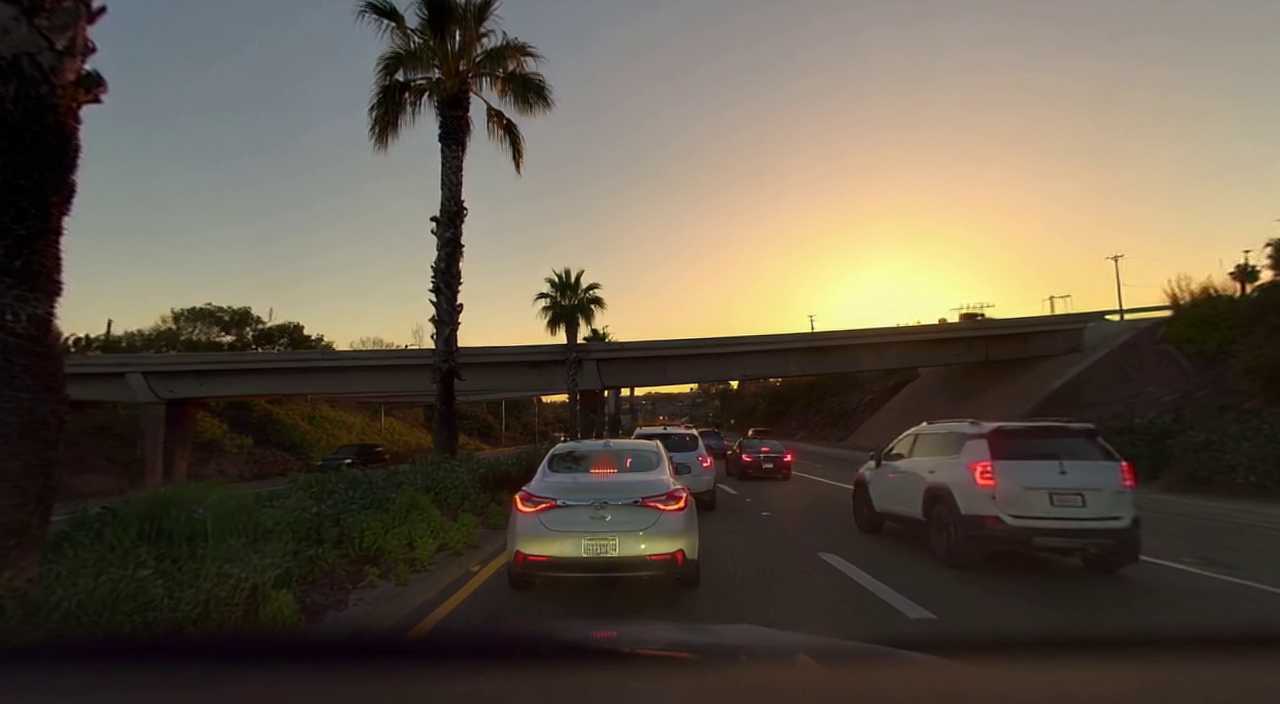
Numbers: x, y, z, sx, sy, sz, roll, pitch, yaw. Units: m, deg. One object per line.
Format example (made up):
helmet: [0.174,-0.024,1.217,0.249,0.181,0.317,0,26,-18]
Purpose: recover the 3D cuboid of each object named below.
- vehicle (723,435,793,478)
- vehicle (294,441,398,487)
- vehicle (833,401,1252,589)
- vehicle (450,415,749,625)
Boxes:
vehicle: [4.566,4.120,24.951,2.034,1.517,4.840,0,-9,2]
vehicle: [-11.854,4.516,25.706,2.084,1.704,4.485,0,-9,-1]
vehicle: [4.220,1.588,7.889,2.149,1.609,4.807,0,-9,2]
vehicle: [-0.242,1.524,6.642,2.172,1.506,4.018,0,-9,2]
